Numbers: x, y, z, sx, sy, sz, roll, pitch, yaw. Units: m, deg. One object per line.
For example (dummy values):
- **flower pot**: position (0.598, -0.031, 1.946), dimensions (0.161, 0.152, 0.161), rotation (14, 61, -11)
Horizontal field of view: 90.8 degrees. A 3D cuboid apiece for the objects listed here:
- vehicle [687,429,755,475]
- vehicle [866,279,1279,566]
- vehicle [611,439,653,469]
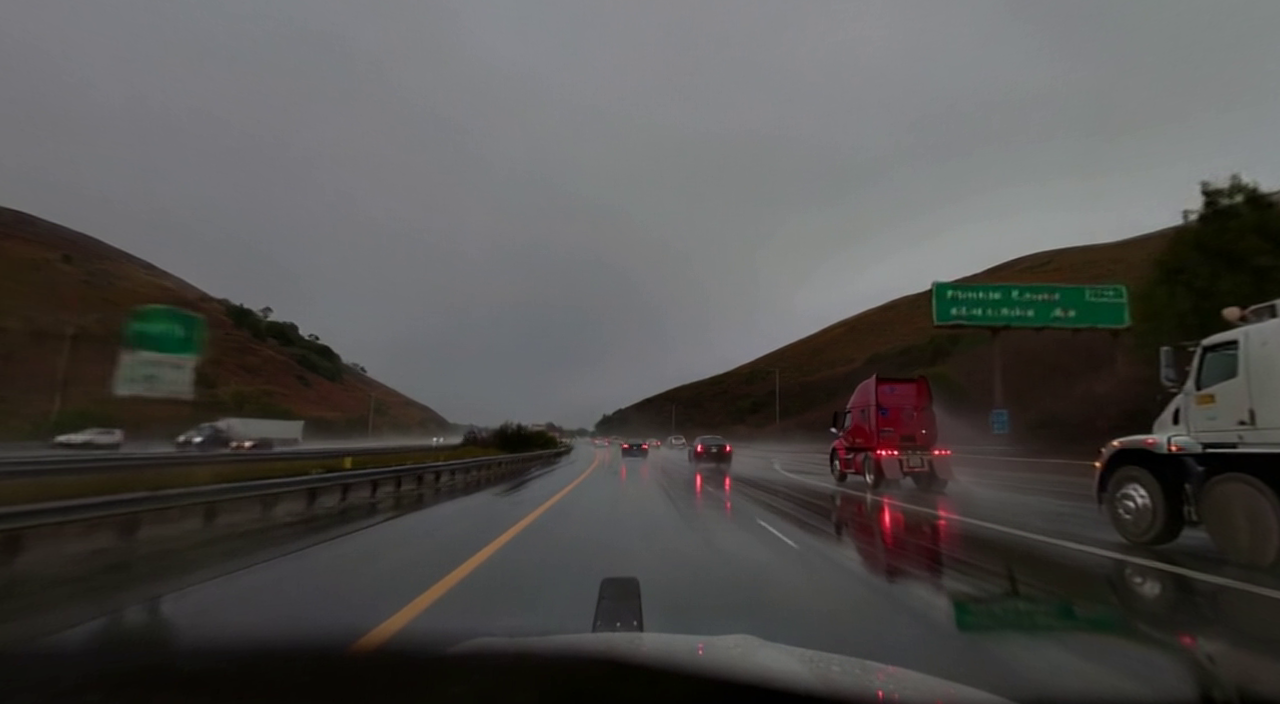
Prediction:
- **vehicle**: position (3.359, 4.270, 27.165), dimensions (2.098, 1.794, 4.561), rotation (0, -9, -3)
- **vehicle**: position (7.399, 1.400, 11.362), dimensions (2.880, 2.975, 9.608), rotation (0, -9, -2)
- **vehicle**: position (-0.483, 5.368, 33.512), dimensions (2.083, 1.477, 3.965), rotation (0, -9, -3)
